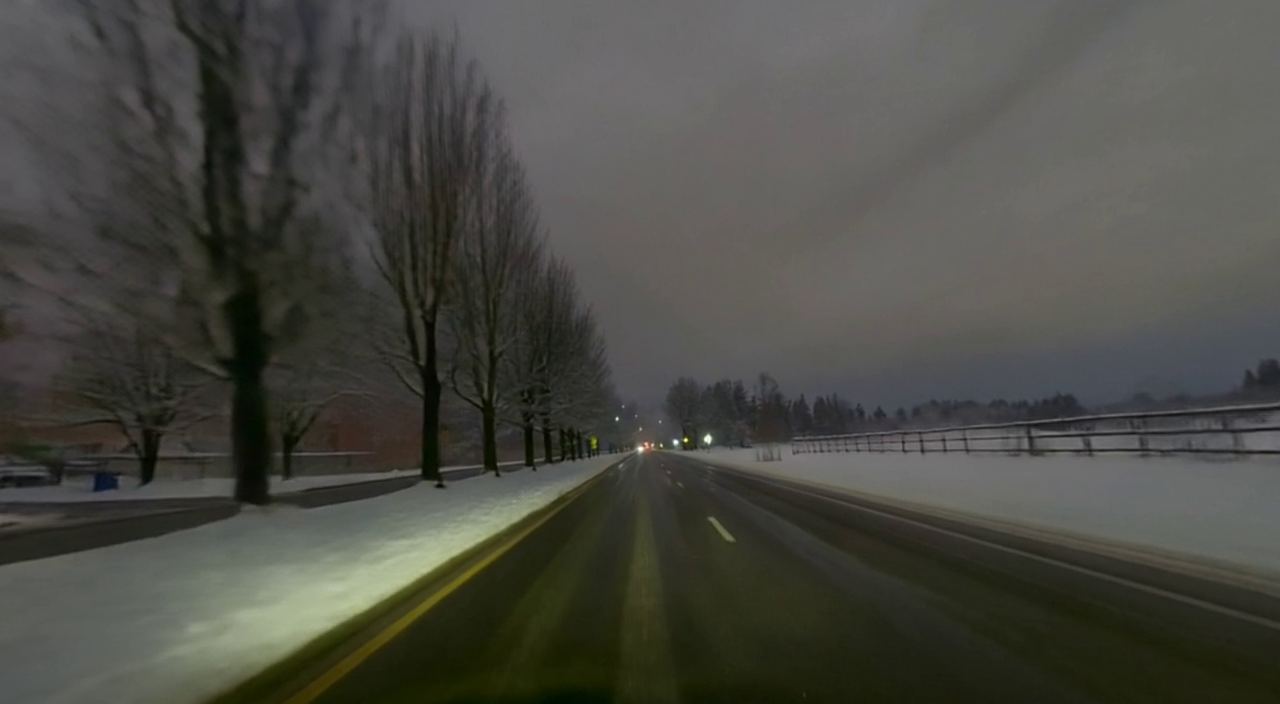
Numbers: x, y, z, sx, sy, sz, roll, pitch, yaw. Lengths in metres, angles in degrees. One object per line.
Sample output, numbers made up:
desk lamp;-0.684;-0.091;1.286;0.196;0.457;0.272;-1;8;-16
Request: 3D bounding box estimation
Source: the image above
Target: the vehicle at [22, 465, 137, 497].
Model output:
vehicle;-28.738;6.611;32.478;4.342;1.446;1.722;-2;-8;2
